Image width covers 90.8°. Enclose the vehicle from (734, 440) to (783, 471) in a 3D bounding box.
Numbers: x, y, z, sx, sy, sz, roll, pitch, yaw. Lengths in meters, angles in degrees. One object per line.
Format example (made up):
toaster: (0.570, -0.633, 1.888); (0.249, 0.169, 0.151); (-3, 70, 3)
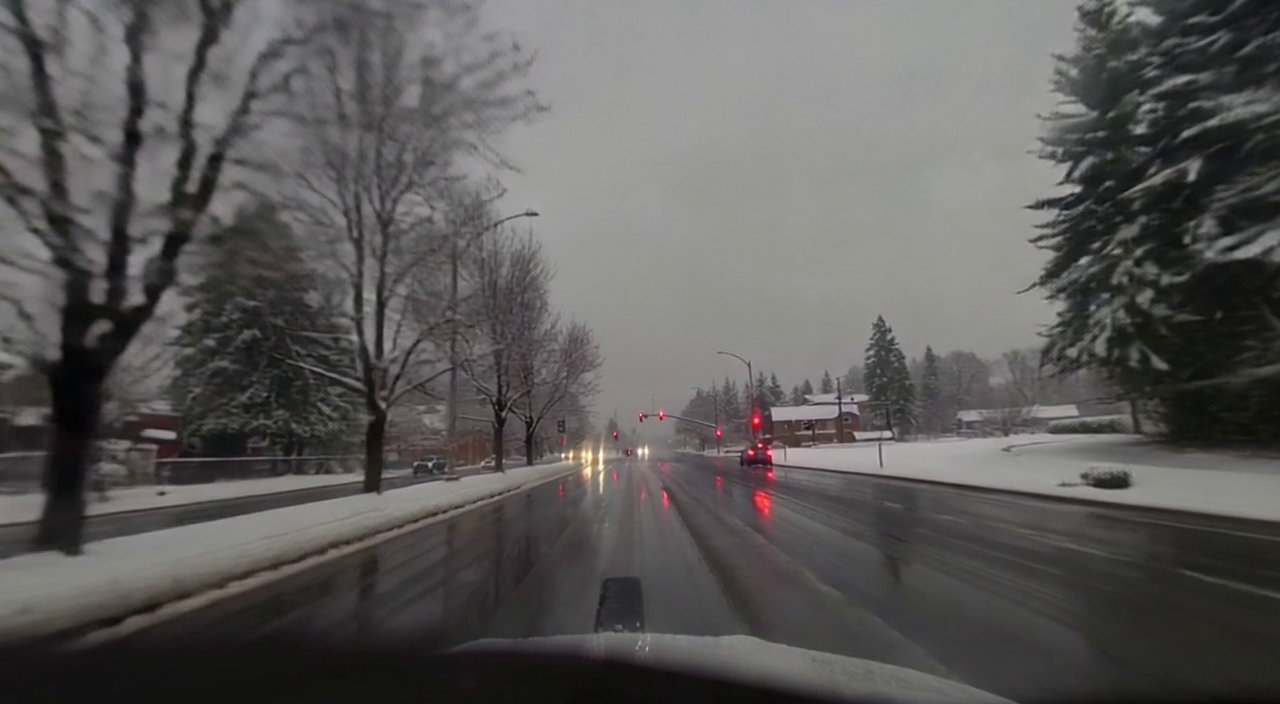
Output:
vehicle: (6.873, 6.055, 37.109); (2.011, 1.710, 4.357); (0, -9, -1)
